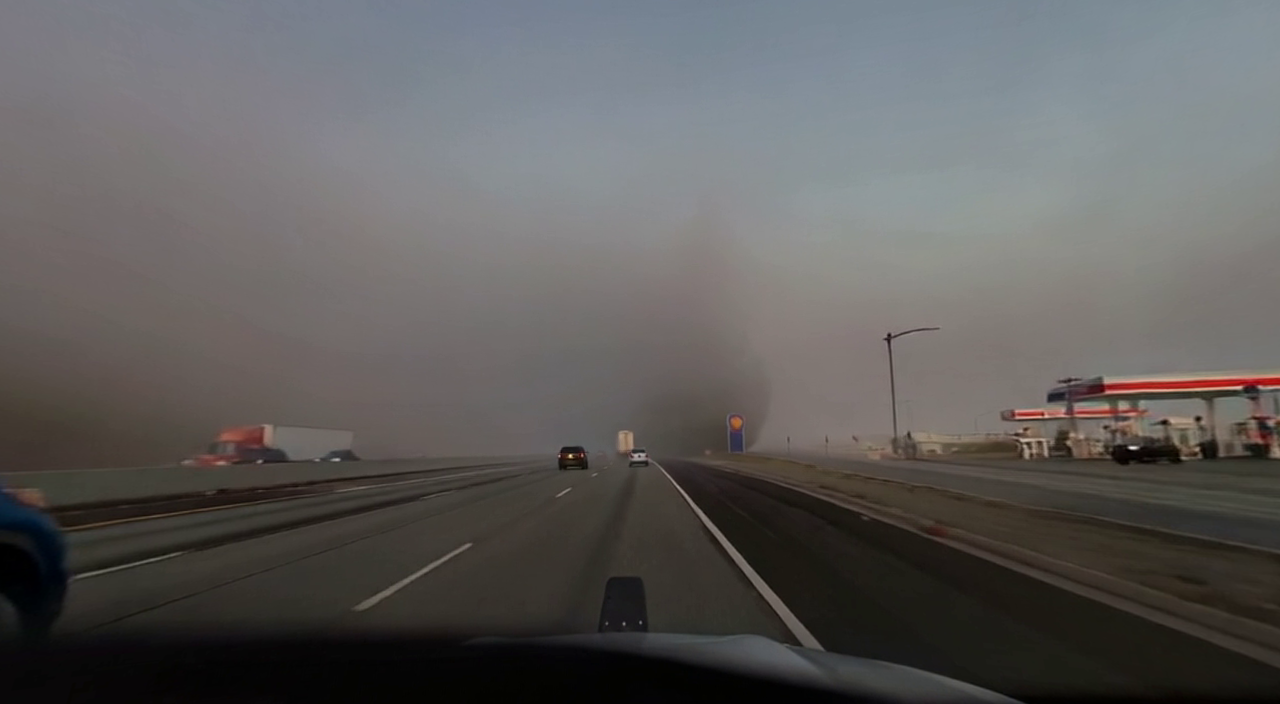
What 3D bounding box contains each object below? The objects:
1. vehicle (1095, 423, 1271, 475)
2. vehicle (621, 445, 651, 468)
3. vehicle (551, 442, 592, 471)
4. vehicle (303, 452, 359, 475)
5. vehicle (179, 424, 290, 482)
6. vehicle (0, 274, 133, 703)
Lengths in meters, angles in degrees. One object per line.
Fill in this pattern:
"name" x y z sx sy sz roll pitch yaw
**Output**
"vehicle" 34.852 6.343 40.836 7.976 2.684 2.905 -3 -15 7
"vehicle" -0.340 7.305 44.386 1.982 1.524 3.800 0 -8 -2
"vehicle" -4.615 7.080 42.992 2.273 1.884 4.515 0 -8 0
"vehicle" -22.544 8.123 46.149 1.851 1.577 4.503 0 -8 -1
"vehicle" -30.372 7.599 47.854 2.982 3.933 8.231 0 -8 -1
"vehicle" -4.209 0.348 0.327 2.694 2.081 6.099 0 -8 1
